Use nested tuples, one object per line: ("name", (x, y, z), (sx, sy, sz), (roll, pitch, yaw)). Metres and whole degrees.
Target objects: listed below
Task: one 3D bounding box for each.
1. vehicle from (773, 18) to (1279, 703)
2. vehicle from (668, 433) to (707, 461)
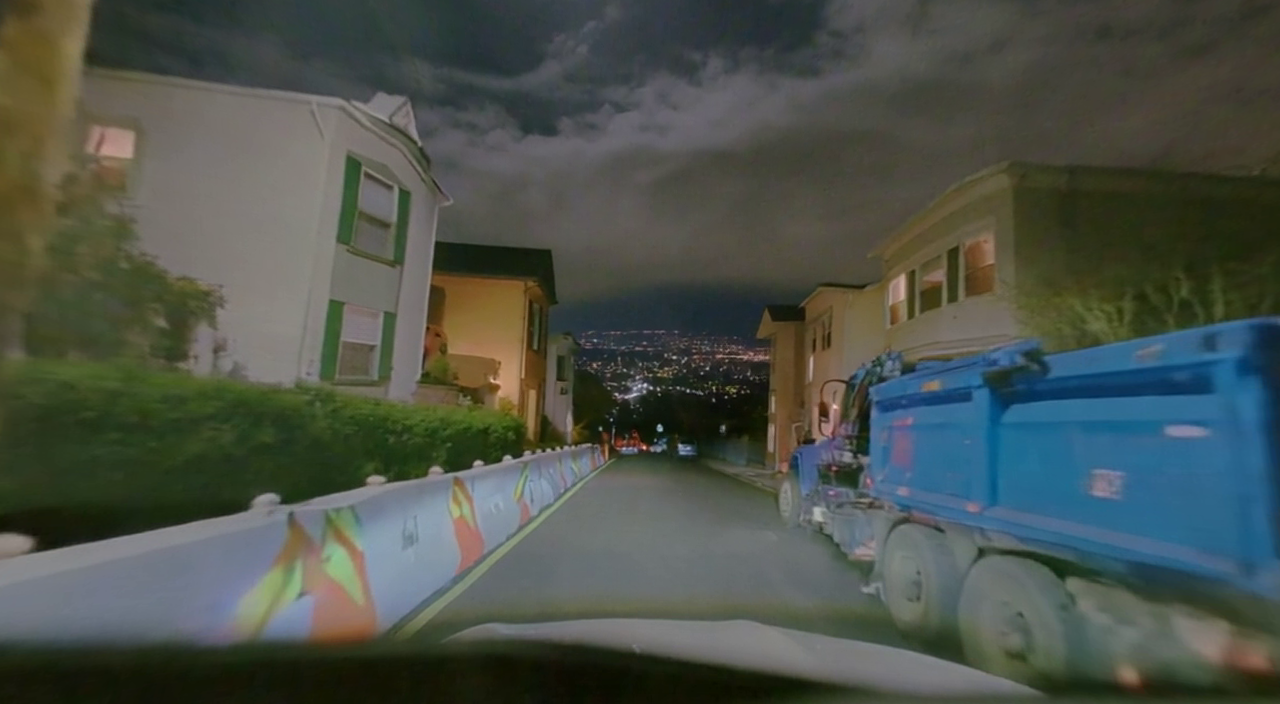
("vehicle", (3.264, 0.702, 4.978), (2.879, 2.801, 6.142), (0, -8, -2))
("vehicle", (3.031, 6.209, 41.444), (2.066, 1.739, 4.234), (0, -8, -2))
